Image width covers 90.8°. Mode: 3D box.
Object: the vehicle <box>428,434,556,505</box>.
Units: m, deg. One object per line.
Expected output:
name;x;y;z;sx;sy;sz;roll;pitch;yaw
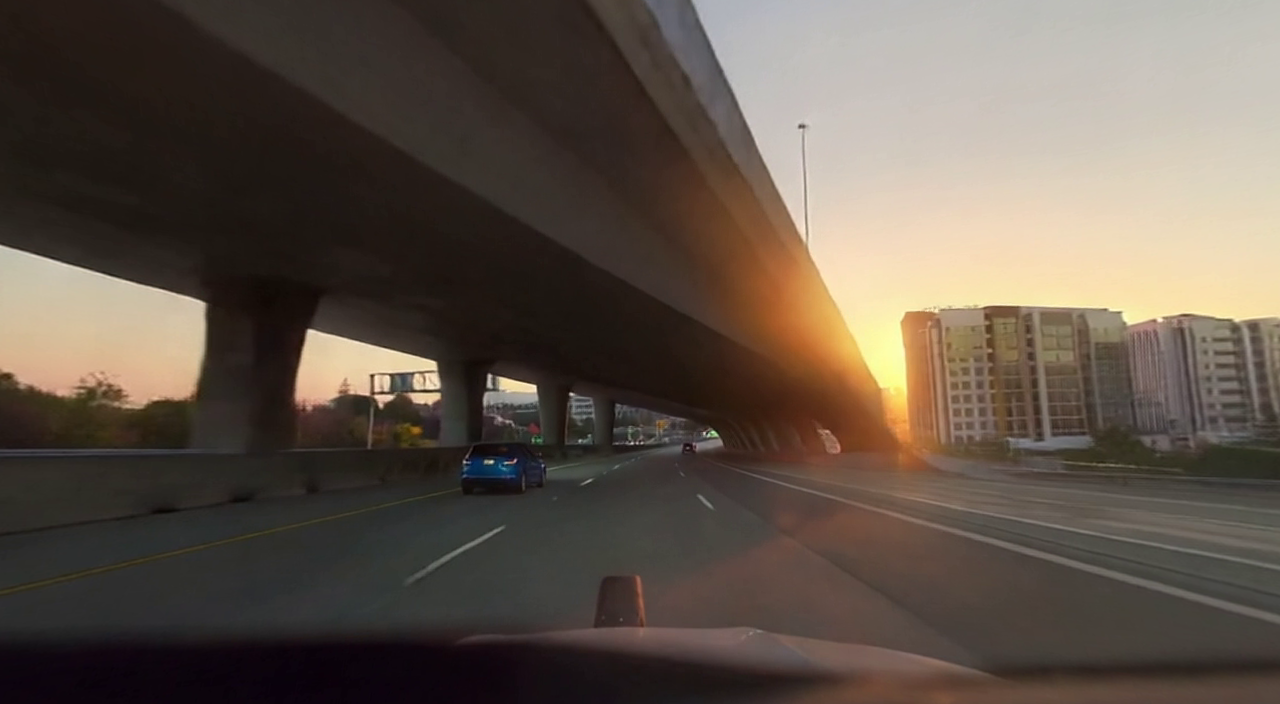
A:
vehicle;-3.632;2.988;16.593;2.087;1.566;4.756;-1;-8;2
